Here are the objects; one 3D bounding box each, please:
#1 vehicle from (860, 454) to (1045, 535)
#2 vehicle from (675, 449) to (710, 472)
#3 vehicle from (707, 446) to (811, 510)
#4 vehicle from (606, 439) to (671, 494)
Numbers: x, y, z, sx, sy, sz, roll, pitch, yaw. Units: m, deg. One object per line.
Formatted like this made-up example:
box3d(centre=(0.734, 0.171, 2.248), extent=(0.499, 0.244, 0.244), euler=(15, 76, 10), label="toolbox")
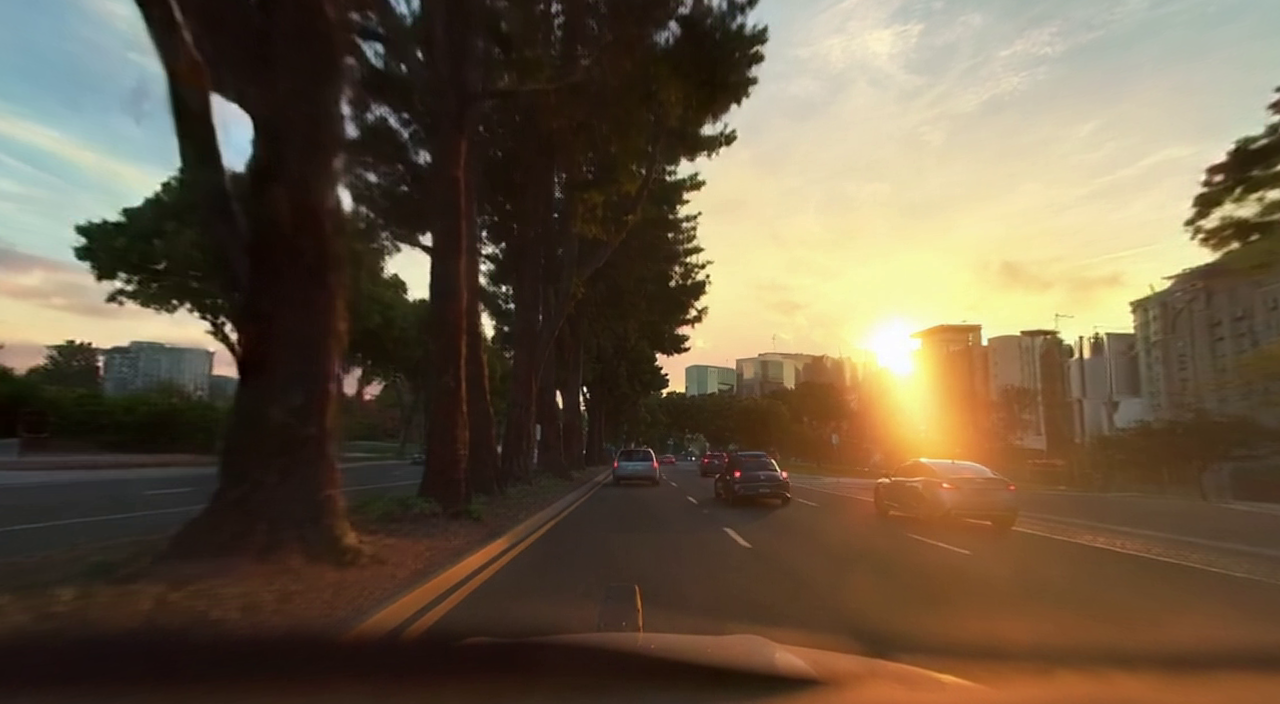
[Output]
box3d(centre=(6.734, 3.069, 14.170), extent=(1.944, 1.458, 4.268), euler=(0, -8, 0), label="vehicle")
box3d(centre=(3.603, 7.554, 43.818), extent=(2.012, 1.462, 4.163), euler=(0, -8, -1), label="vehicle")
box3d(centre=(3.086, 3.343, 17.235), extent=(1.932, 1.510, 4.168), euler=(0, -8, -1), label="vehicle")
box3d(centre=(-0.062, 3.841, 21.458), extent=(2.008, 1.674, 4.239), euler=(0, -8, 0), label="vehicle")
